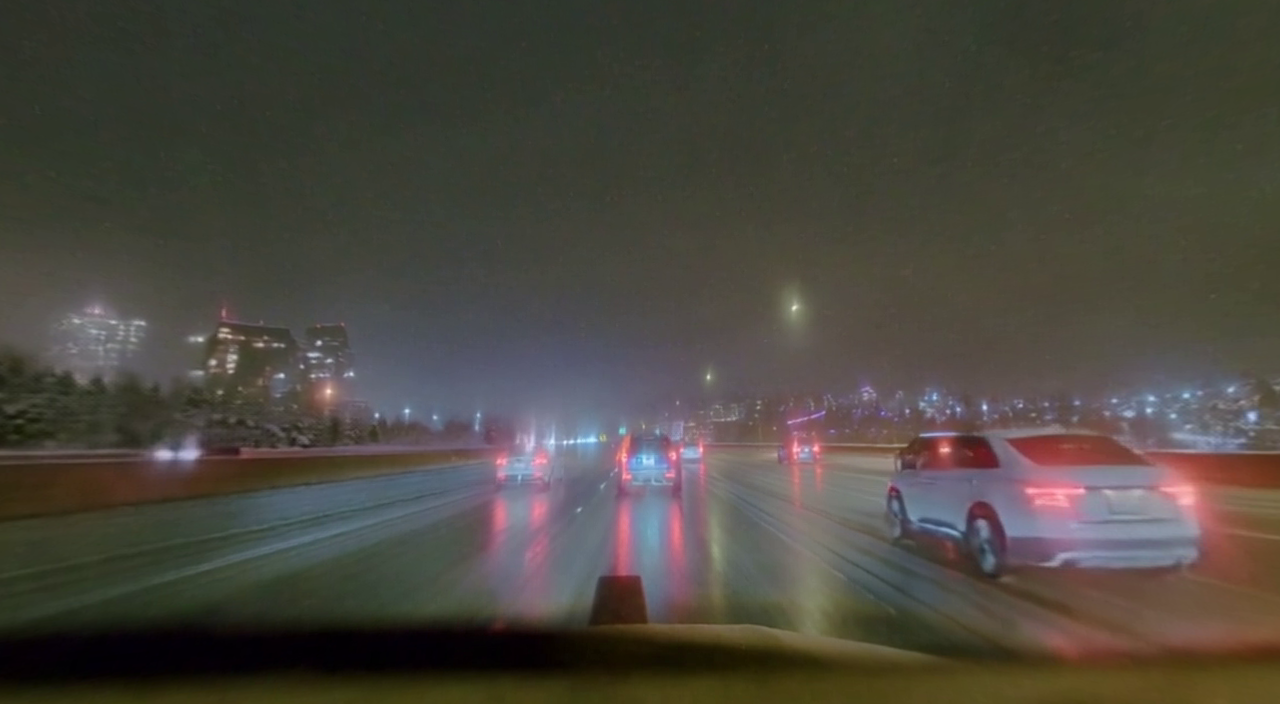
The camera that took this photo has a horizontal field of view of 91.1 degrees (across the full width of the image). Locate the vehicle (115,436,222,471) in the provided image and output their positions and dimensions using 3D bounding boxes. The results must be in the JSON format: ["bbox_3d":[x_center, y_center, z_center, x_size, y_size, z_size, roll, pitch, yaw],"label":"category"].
[{"bbox_3d":[-26.554,5.737,35.629,2.242,1.794,4.890,0,-9,1],"label":"vehicle"}]

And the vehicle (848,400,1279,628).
[{"bbox_3d":[4.072,1.489,6.726,2.210,1.625,4.249,0,-9,0],"label":"vehicle"}]

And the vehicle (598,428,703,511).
[{"bbox_3d":[0.223,2.672,14.721,2.099,1.640,4.134,0,-9,0],"label":"vehicle"}]

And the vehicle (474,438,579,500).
[{"bbox_3d":[-3.050,3.254,17.973,2.011,1.510,4.698,0,-9,1],"label":"vehicle"}]
